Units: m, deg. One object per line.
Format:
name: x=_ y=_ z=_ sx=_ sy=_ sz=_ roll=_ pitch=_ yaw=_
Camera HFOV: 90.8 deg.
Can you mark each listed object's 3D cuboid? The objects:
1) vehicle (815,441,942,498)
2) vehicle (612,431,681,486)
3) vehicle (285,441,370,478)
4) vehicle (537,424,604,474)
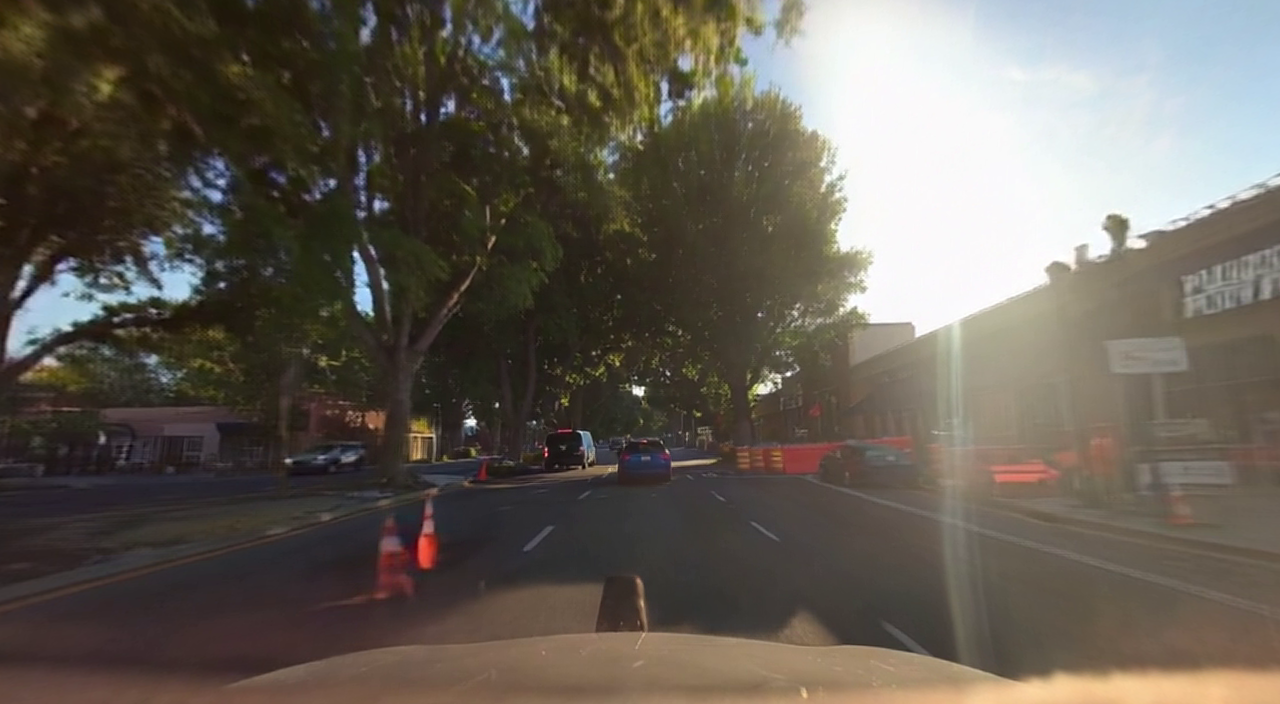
vehicle: x=7.043 y=3.506 z=19.276 sx=2.076 sy=1.535 sz=4.460 roll=0 pitch=-9 yaw=-1
vehicle: x=0.205 y=3.684 z=22.214 sx=2.168 sy=1.725 sz=4.192 roll=0 pitch=-8 yaw=0
vehicle: x=-15.513 y=5.325 z=31.639 sx=1.898 sy=1.702 sz=4.456 roll=0 pitch=-8 yaw=1
vehicle: x=-3.031 y=4.433 z=28.940 sx=2.357 sy=2.063 sz=5.488 roll=0 pitch=-8 yaw=1
